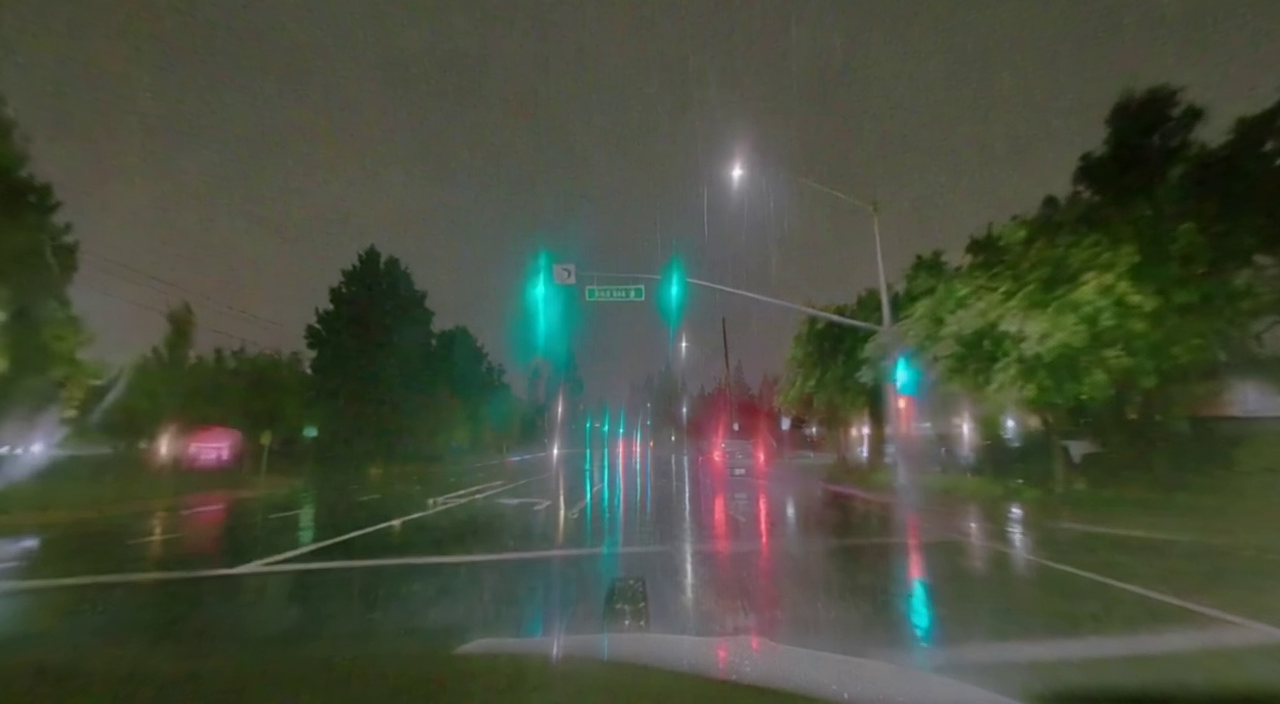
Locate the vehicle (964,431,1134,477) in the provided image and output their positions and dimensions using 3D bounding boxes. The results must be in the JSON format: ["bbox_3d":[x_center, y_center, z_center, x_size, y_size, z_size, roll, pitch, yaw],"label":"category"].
[{"bbox_3d":[14.279,3.589,22.269,4.514,1.546,2.044,-1,-8,4],"label":"vehicle"}]

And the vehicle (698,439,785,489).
[{"bbox_3d":[3.202,3.630,20.857,2.134,1.476,4.327,0,-8,-1],"label":"vehicle"}]

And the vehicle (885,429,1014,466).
[{"bbox_3d":[13.639,4.232,27.985,4.689,1.583,1.947,0,-8,-1],"label":"vehicle"}]
